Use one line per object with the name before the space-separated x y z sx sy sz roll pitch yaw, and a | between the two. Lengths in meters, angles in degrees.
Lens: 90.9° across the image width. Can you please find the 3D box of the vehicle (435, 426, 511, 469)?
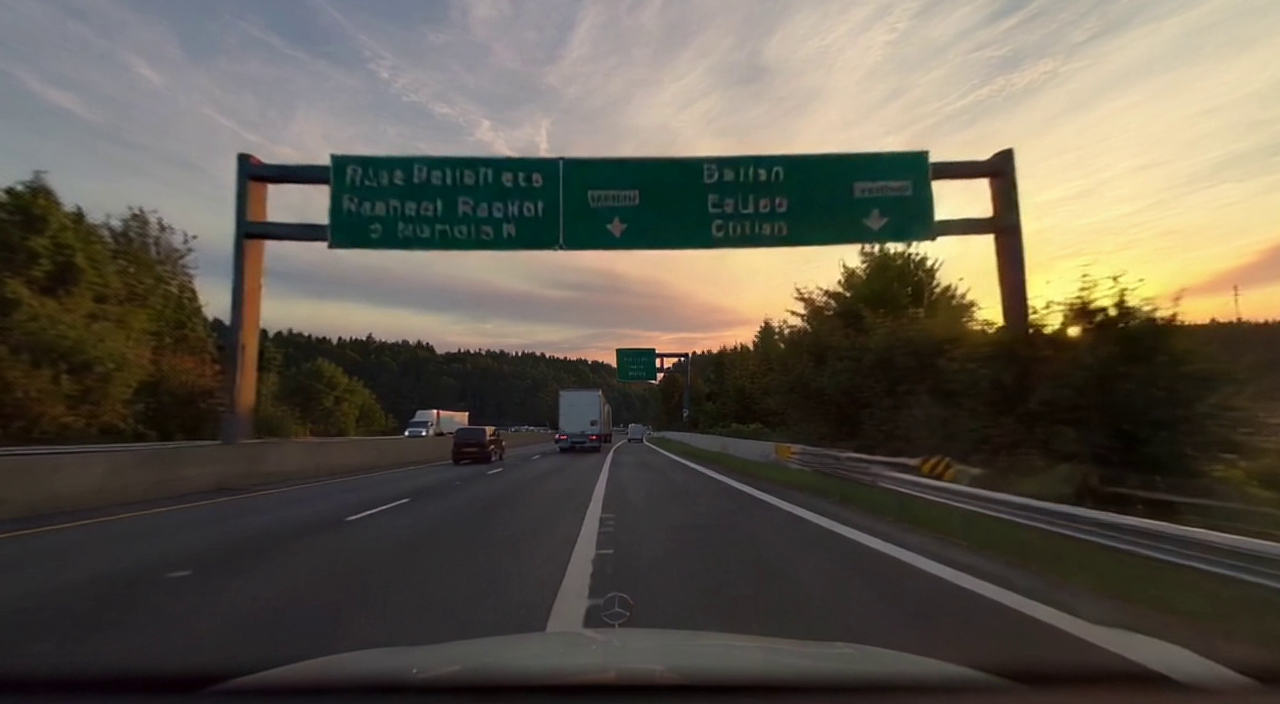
vehicle | -6.826 3.932 26.193 2.068 1.647 4.321 0 -8 -2

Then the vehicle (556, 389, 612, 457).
vehicle | -3.272 4.481 39.059 2.855 3.741 8.587 0 -7 -2
